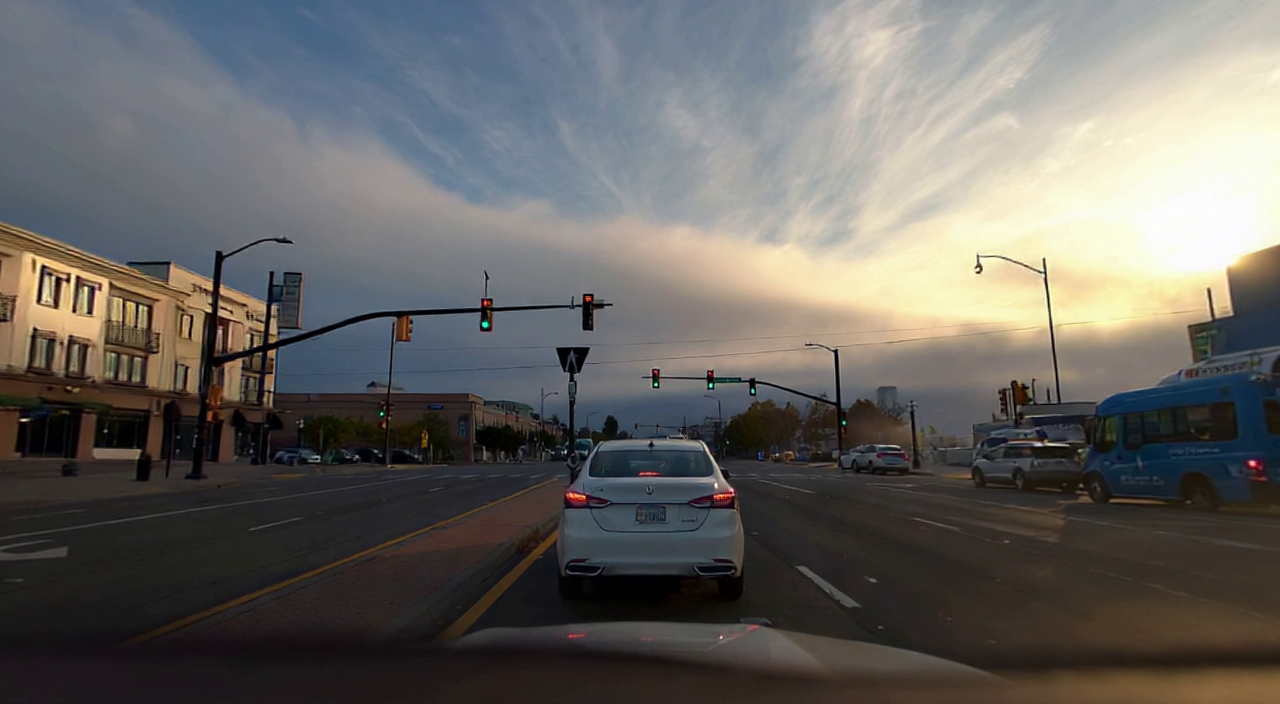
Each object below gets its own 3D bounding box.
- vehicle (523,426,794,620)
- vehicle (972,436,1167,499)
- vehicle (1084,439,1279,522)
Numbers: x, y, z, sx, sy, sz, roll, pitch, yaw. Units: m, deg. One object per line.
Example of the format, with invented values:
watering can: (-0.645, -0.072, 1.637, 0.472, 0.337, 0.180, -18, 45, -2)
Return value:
vehicle: (0.132, 1.634, 7.018, 2.067, 1.471, 4.241, 0, -9, 0)
vehicle: (14.069, 3.815, 21.359, 2.309, 1.819, 5.793, 1, -9, -3)
vehicle: (14.190, 3.104, 15.956, 2.235, 1.721, 5.230, 0, -9, 1)
